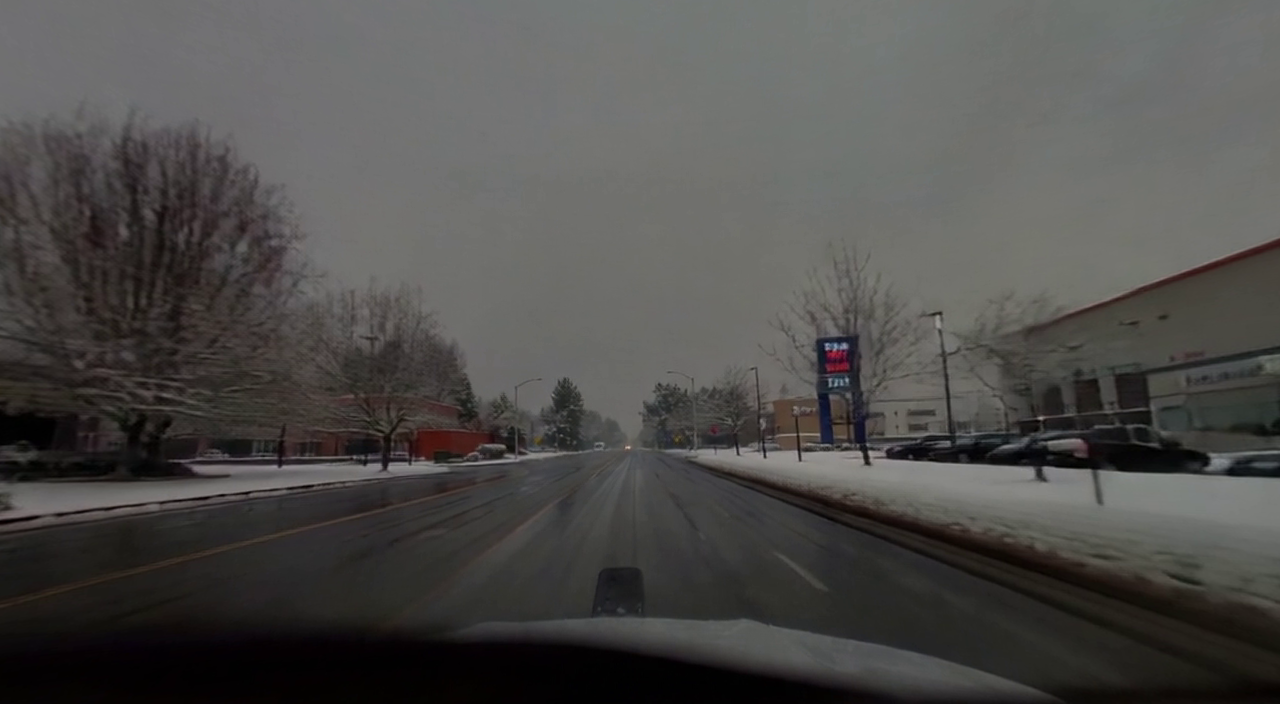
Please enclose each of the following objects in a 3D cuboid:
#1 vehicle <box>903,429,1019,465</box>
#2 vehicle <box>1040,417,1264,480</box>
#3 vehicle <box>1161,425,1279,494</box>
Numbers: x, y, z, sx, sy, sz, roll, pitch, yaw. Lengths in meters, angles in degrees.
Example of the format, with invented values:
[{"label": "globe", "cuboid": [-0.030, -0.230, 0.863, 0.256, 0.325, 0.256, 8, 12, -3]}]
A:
[{"label": "vehicle", "cuboid": [16.060, 4.773, 31.823, 4.656, 1.748, 2.059, 0, -8, 1]}, {"label": "vehicle", "cuboid": [15.863, 3.030, 19.881, 4.894, 1.824, 2.309, -1, -8, 3]}, {"label": "vehicle", "cuboid": [15.971, 2.588, 15.358, 4.544, 1.541, 2.292, 0, -8, 1]}]
